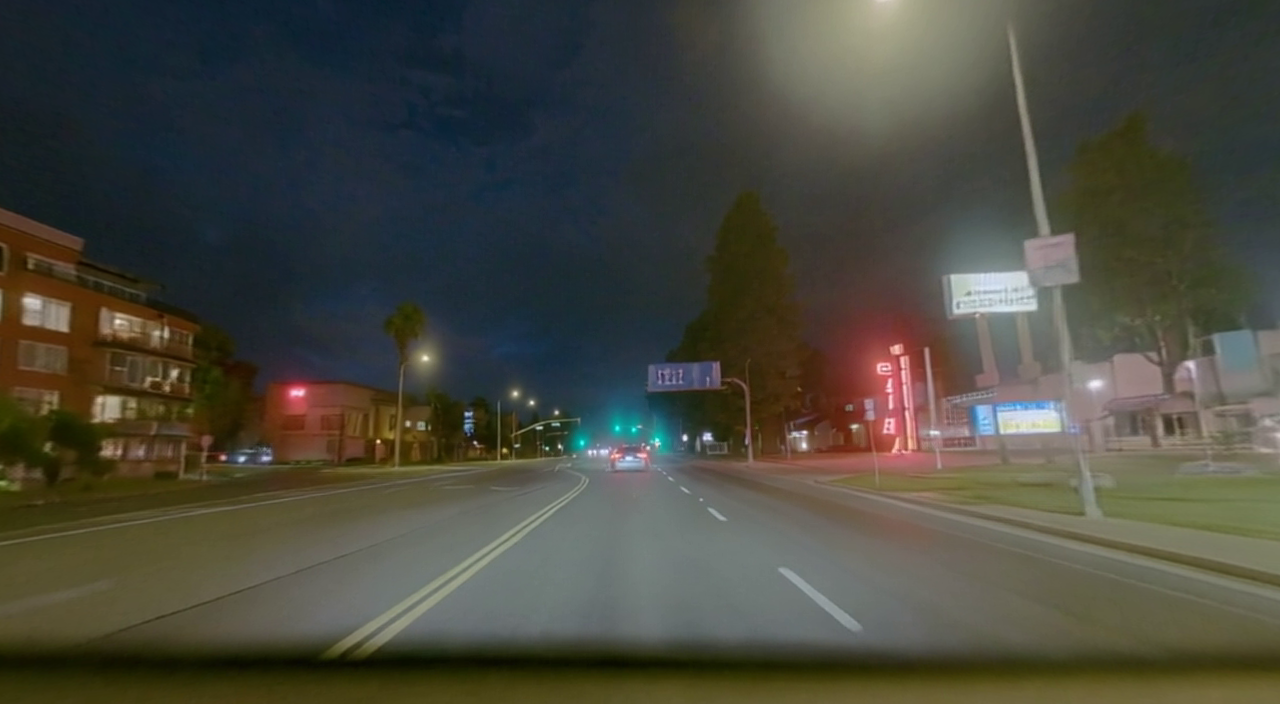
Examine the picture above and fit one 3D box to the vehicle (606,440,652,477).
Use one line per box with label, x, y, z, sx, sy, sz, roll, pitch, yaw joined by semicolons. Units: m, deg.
vehicle;-0.518;5.592;33.117;2.235;1.719;4.292;2;-9;1
